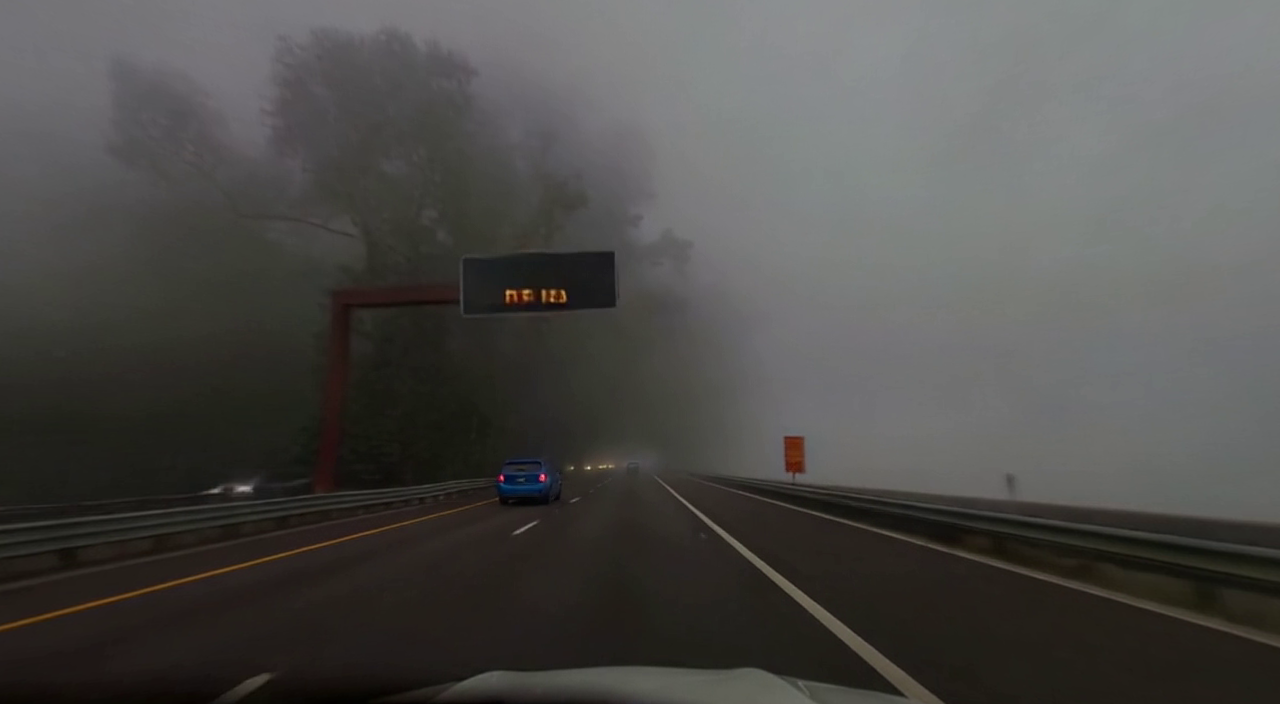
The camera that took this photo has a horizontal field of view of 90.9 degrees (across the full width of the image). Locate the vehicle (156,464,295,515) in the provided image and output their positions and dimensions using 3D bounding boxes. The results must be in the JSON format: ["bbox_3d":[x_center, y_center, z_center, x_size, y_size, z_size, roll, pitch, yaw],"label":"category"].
[{"bbox_3d":[-14.081,4.672,21.745,1.943,1.528,4.197,1,-10,-1],"label":"vehicle"}]

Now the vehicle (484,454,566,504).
[{"bbox_3d":[-3.957,4.507,22.518,2.081,1.586,4.245,0,-10,1],"label":"vehicle"}]
